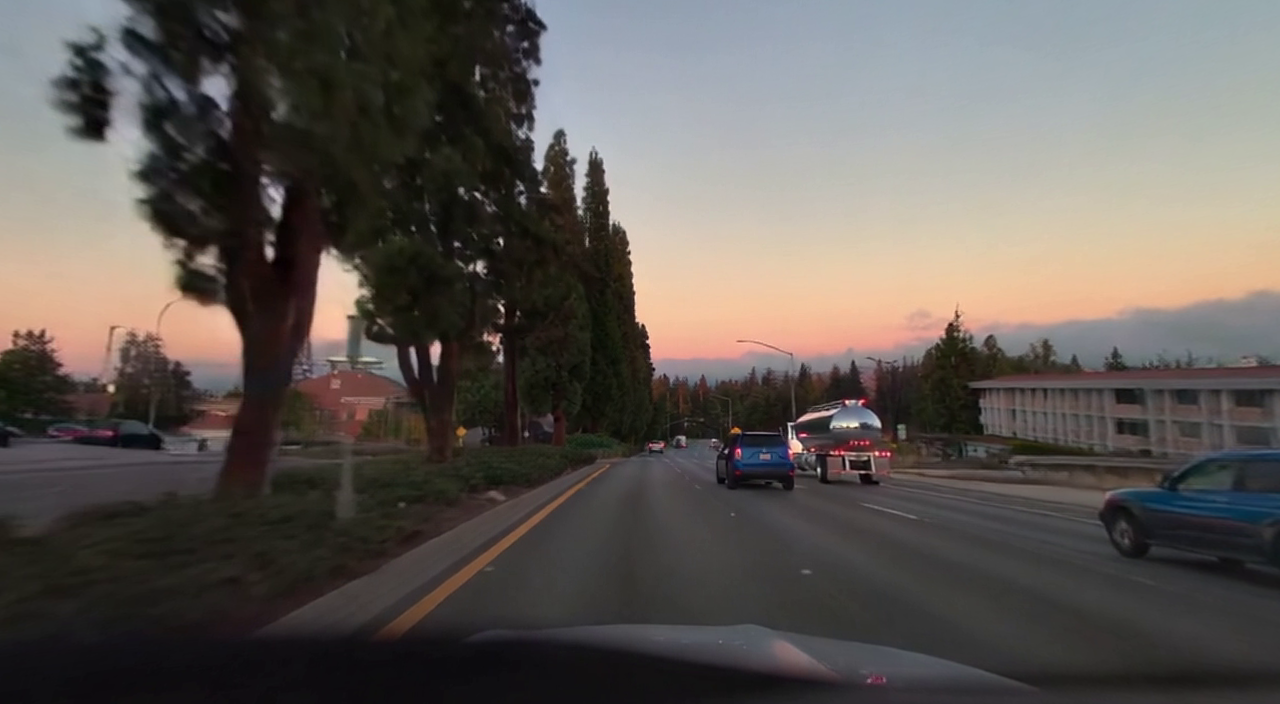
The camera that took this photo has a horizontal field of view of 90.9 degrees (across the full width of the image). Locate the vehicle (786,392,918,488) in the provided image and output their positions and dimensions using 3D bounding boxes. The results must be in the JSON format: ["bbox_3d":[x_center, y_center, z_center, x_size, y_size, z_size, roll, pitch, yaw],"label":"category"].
[{"bbox_3d":[7.856,3.419,24.429,2.849,3.207,6.275,0,-8,0],"label":"vehicle"}]

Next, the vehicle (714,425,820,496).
[{"bbox_3d":[3.389,3.007,17.822,2.045,1.729,4.532,0,-8,0],"label":"vehicle"}]

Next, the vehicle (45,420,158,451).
[{"bbox_3d":[-28.585,4.438,33.535,4.334,1.511,1.888,0,-8,3],"label":"vehicle"}]

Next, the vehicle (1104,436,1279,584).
[{"bbox_3d":[7.448,1.625,6.562,1.966,1.476,4.270,0,-8,0],"label":"vehicle"}]
